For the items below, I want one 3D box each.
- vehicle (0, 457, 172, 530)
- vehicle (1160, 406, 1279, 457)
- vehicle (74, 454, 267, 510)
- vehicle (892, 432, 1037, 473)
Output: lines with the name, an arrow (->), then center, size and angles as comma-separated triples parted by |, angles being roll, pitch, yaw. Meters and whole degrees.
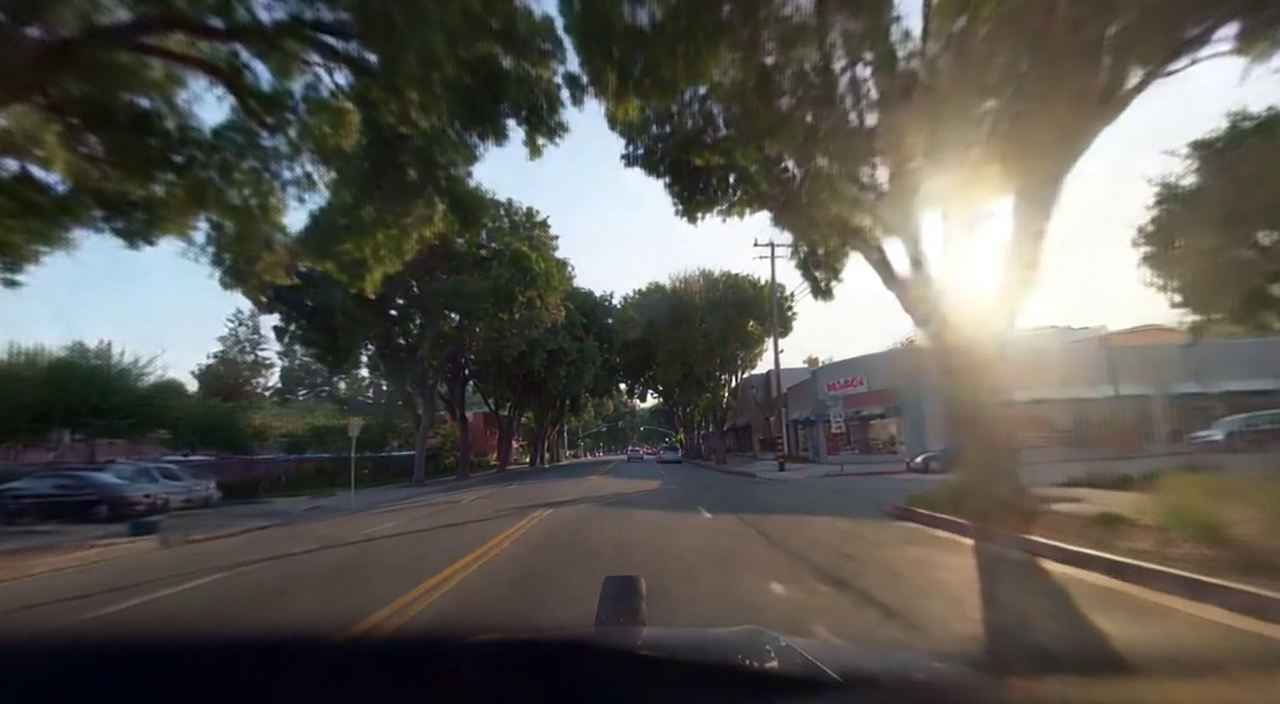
vehicle -> -15.309, 3.628, 16.445 | 4.579, 1.701, 2.033 | 0, -9, 1
vehicle -> 25.110, 3.245, 25.947 | 5.444, 1.901, 2.250 | -2, -9, -2
vehicle -> -15.952, 4.413, 21.708 | 4.870, 1.762, 2.152 | 0, -9, 0
vehicle -> 12.116, 3.790, 23.871 | 4.404, 1.445, 1.844 | -1, -9, 7
